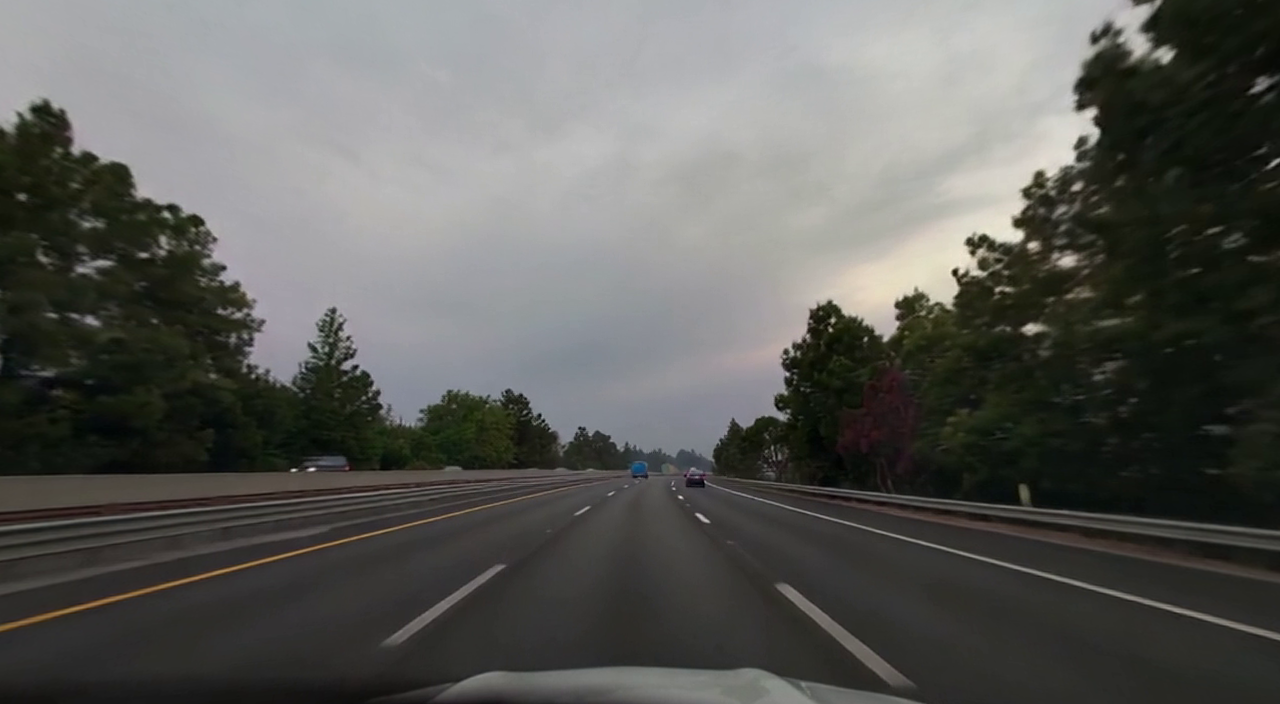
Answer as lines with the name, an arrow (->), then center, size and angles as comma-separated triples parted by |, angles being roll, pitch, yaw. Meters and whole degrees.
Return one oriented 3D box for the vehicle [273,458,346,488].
vehicle -> -20.557, 7.574, 39.413 | 2.184, 1.702, 4.283 | 1, -11, 1
